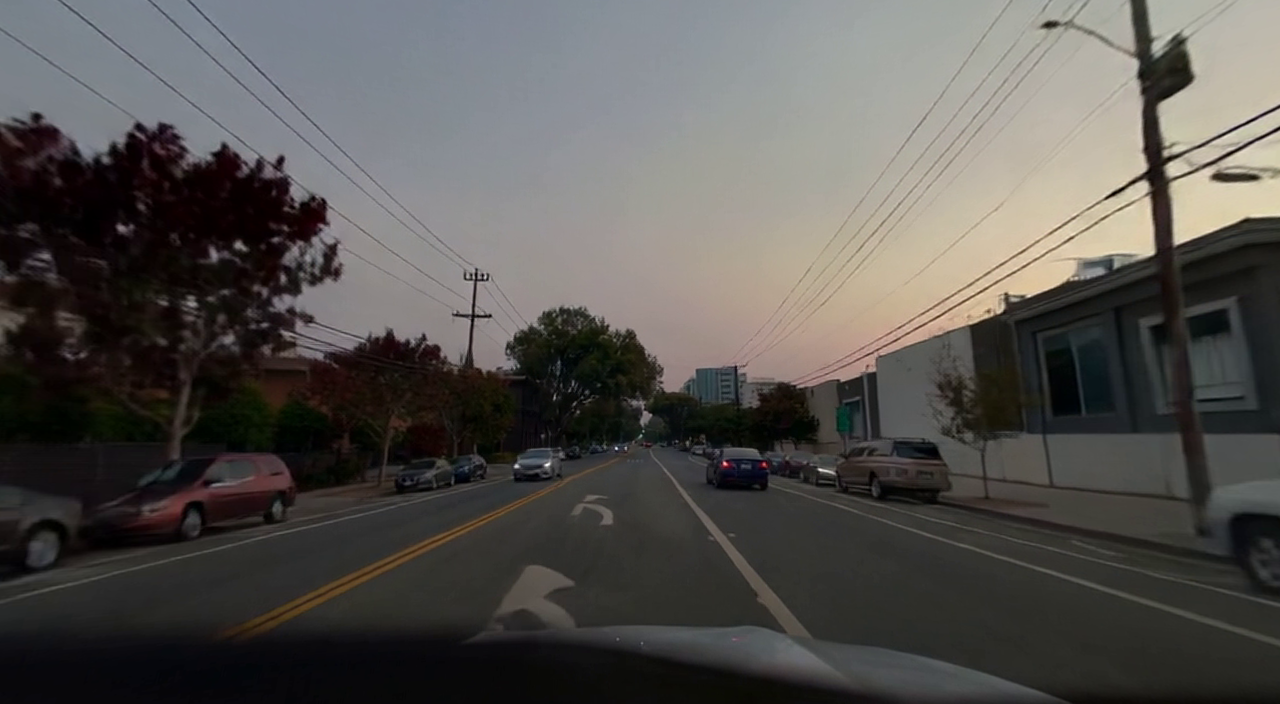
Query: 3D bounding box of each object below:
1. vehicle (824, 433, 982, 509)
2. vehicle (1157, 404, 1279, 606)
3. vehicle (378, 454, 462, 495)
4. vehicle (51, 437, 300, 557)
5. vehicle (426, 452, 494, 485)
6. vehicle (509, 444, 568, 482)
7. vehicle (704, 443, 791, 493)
[{"bbox_3d":[7.725,3.555,19.473,2.250,1.935,6.052,0,-8,0],"label":"vehicle"},{"bbox_3d":[7.643,1.313,4.881,2.380,2.030,5.861,-1,-9,1],"label":"vehicle"},{"bbox_3d":[-9.355,5.220,27.214,1.944,1.524,4.404,-1,-8,1],"label":"vehicle"},{"bbox_3d":[-9.480,2.916,13.503,1.981,1.975,4.534,-3,-8,-2],"label":"vehicle"},{"bbox_3d":[-9.179,5.969,32.592,2.117,1.474,4.740,-1,-8,0],"label":"vehicle"},{"bbox_3d":[-4.661,5.163,29.666,2.010,1.588,4.186,-1,-8,1],"label":"vehicle"},{"bbox_3d":[3.550,3.933,21.804,2.059,1.489,4.629,0,-9,-1],"label":"vehicle"}]
